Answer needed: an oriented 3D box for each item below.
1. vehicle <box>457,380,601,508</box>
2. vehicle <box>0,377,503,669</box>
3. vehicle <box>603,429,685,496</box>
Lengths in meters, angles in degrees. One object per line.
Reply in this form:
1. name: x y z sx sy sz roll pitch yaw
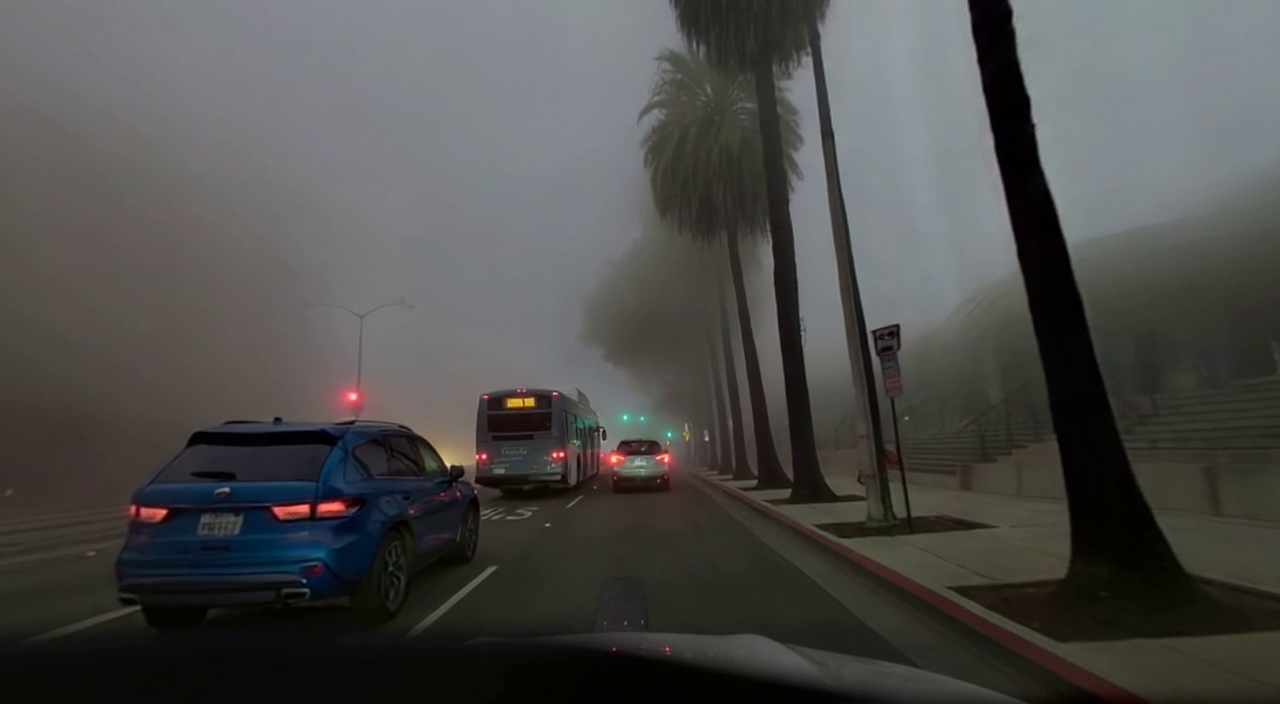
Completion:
1. vehicle: -2.933 2.828 19.414 2.775 3.064 8.297 0 -8 1
2. vehicle: -2.980 1.390 6.269 2.124 1.799 4.587 0 -8 1
3. vehicle: 0.127 3.175 18.420 2.120 1.727 3.917 0 -8 1
